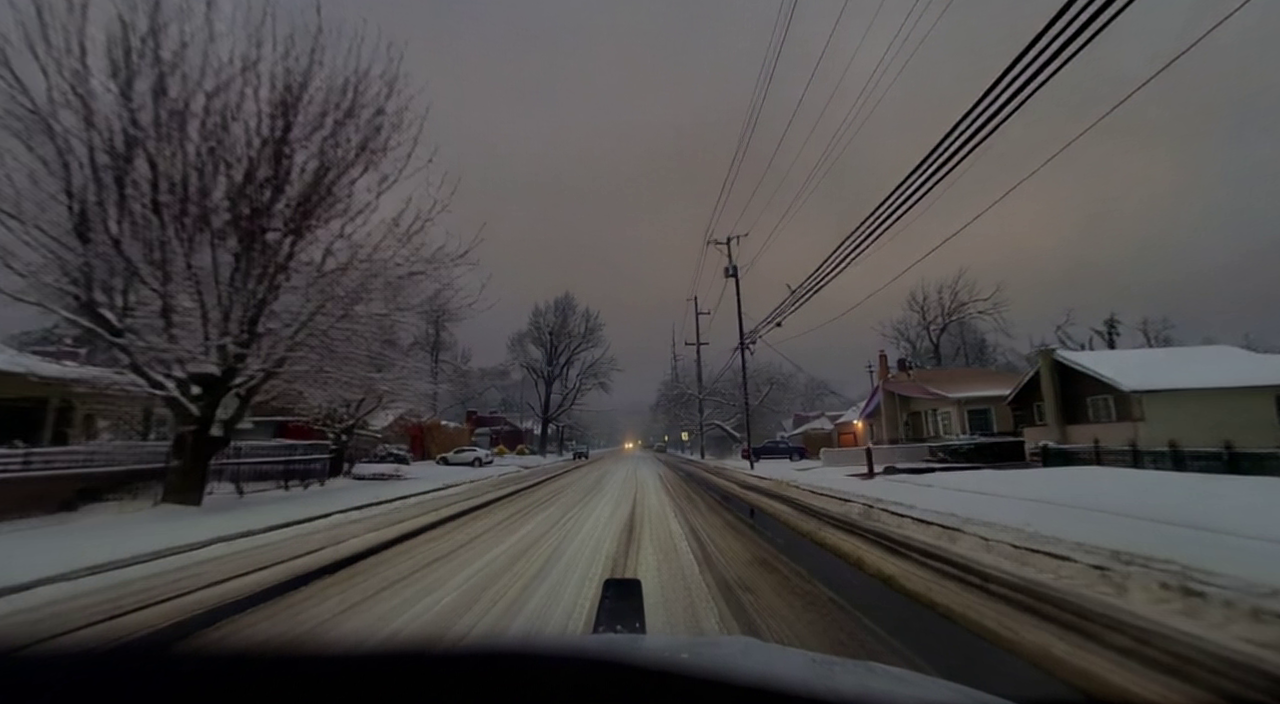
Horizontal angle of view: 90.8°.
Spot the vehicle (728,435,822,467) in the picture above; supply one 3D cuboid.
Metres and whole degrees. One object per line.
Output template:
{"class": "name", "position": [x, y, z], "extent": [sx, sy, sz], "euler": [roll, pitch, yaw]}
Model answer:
{"class": "vehicle", "position": [9.308, 6.894, 44.024], "extent": [5.890, 1.896, 2.459], "euler": [-2, -9, -3]}

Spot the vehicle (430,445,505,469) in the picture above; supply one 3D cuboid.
{"class": "vehicle", "position": [-11.159, 6.807, 41.133], "extent": [4.371, 1.482, 1.954], "euler": [0, -9, -2]}
